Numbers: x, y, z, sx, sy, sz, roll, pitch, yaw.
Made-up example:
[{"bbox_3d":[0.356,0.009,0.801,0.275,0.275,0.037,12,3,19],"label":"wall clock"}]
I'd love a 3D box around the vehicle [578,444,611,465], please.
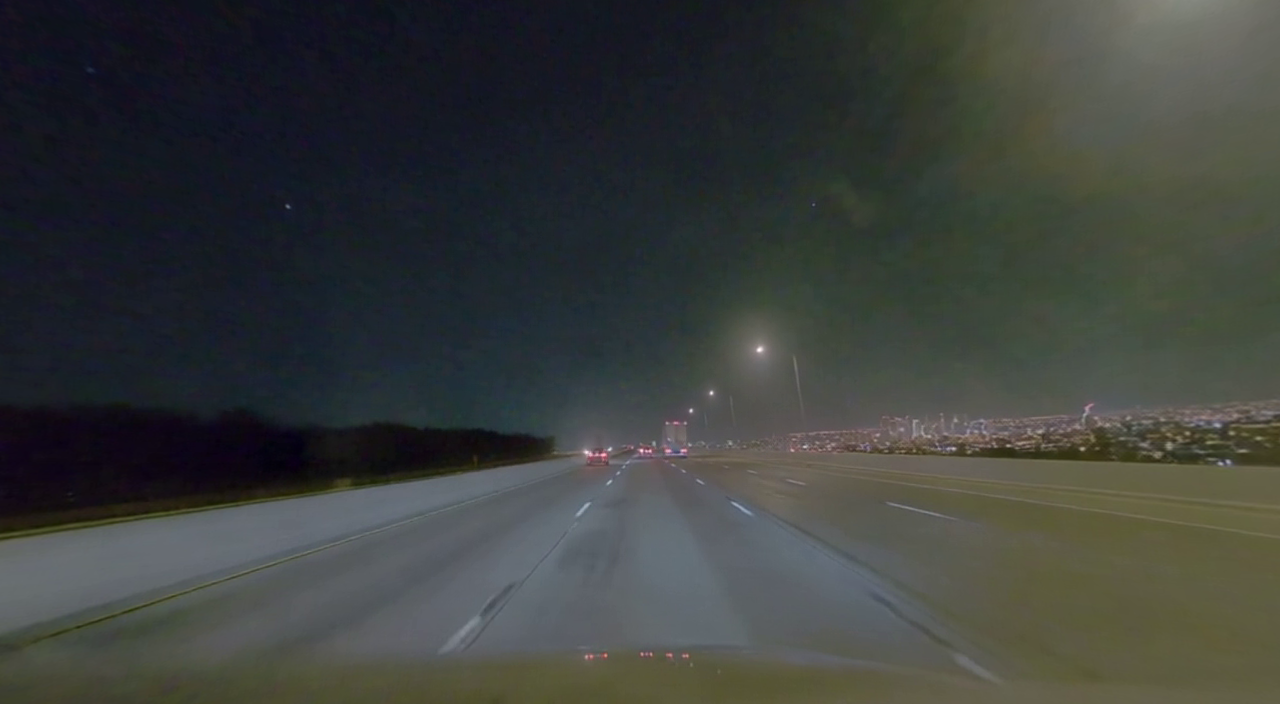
[{"bbox_3d":[-3.509,7.980,48.931,2.113,1.548,4.532,0,-8,2],"label":"vehicle"}]
